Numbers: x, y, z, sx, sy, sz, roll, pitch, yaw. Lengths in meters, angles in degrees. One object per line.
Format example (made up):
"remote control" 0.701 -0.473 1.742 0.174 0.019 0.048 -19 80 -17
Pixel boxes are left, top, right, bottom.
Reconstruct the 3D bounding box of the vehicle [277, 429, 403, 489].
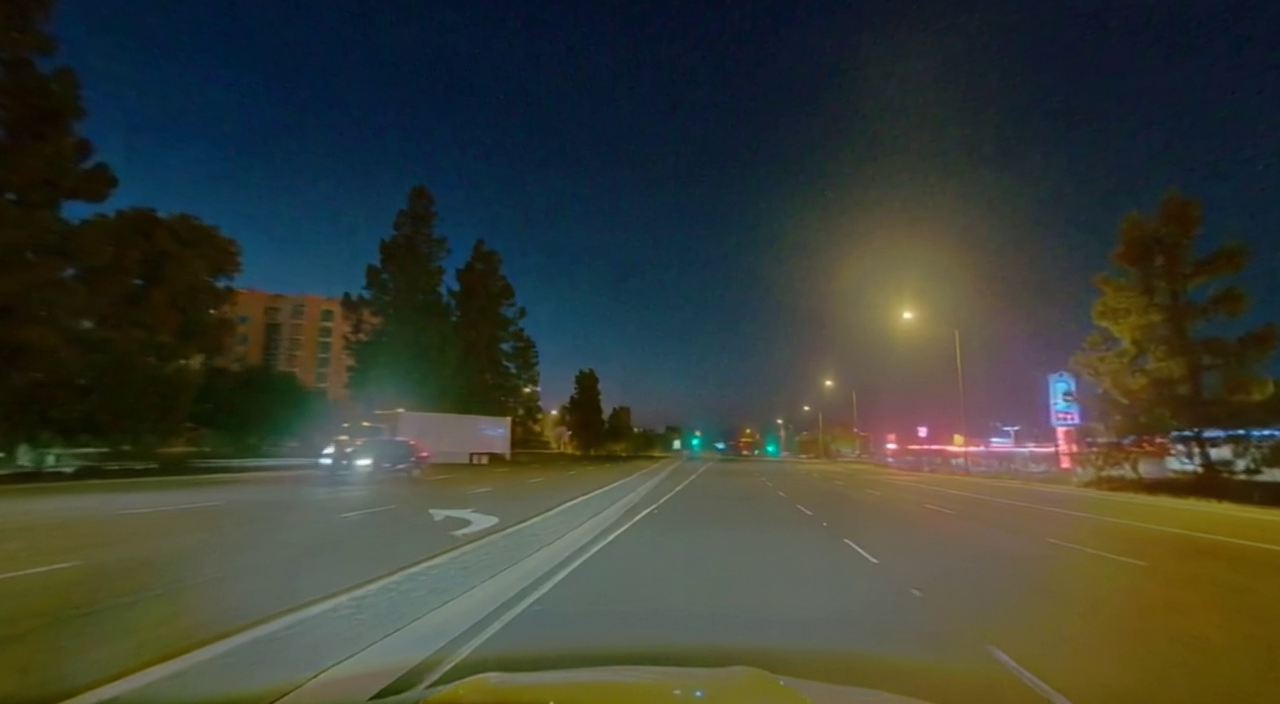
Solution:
"vehicle" -9.711 3.493 20.838 1.932 1.781 3.906 -1 -9 5
